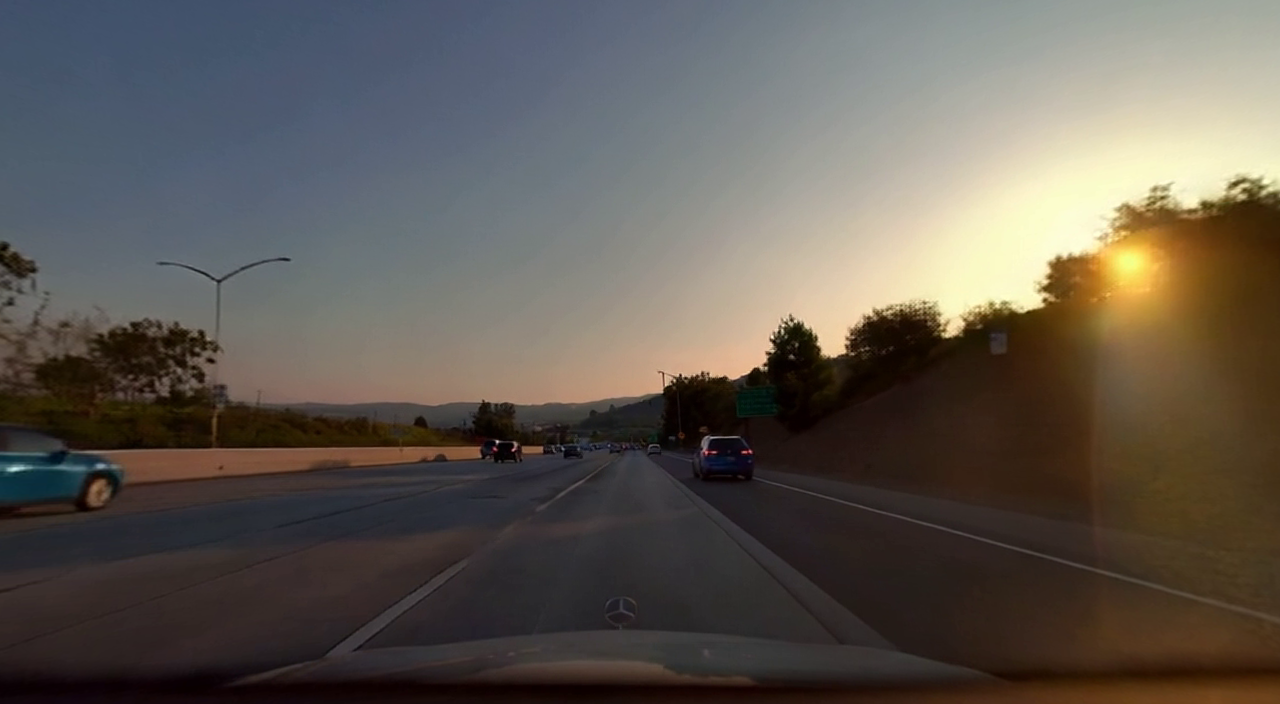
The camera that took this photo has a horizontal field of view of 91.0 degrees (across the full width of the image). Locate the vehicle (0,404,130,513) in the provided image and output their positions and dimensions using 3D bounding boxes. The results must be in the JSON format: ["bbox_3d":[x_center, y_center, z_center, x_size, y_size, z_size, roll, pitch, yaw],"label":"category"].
[{"bbox_3d":[-14.772,2.215,13.147,2.736,2.262,6.533,0,-9,0],"label":"vehicle"}]

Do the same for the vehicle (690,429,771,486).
[{"bbox_3d":[3.265,3.950,23.783,2.184,1.892,4.763,0,-9,-2],"label":"vehicle"}]
